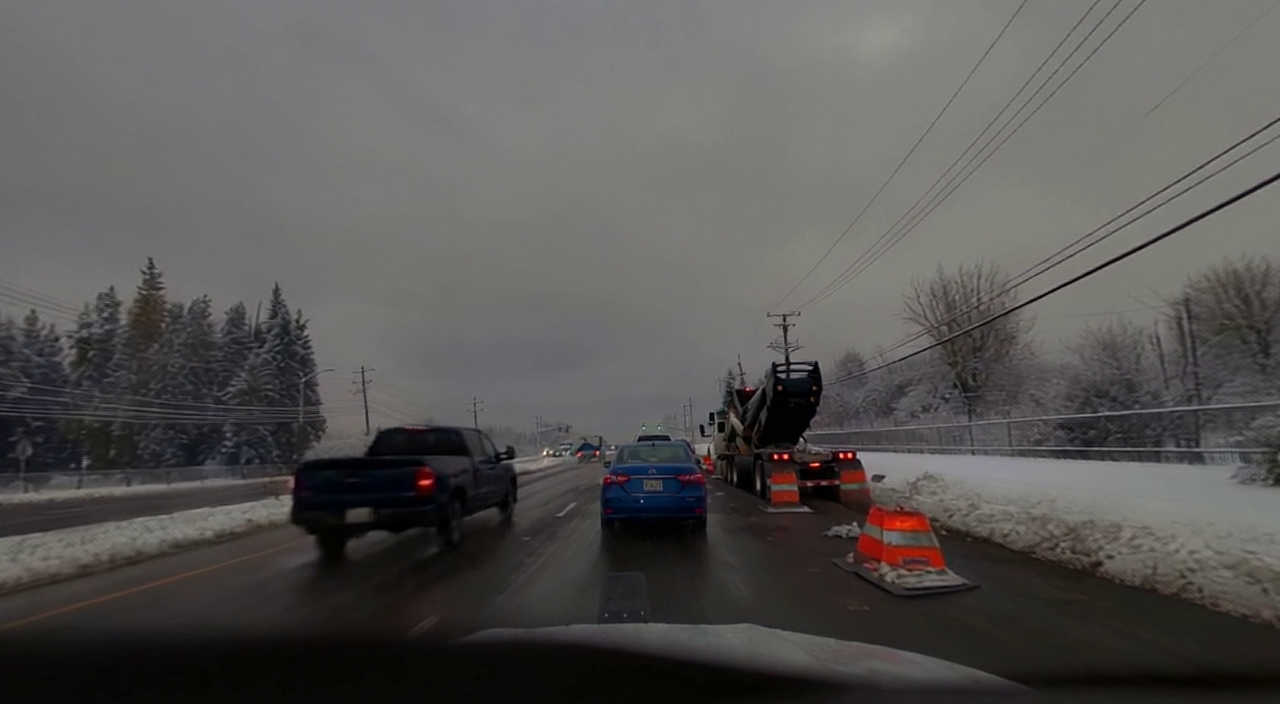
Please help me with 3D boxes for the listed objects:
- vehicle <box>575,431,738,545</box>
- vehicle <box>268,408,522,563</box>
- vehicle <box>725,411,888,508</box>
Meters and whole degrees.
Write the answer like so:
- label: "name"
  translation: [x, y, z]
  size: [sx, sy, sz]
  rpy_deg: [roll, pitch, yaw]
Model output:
- label: "vehicle"
  translation: [0.237, 2.108, 10.470]
  size: [2.128, 1.473, 4.272]
  rpy_deg: [0, -8, 1]
- label: "vehicle"
  translation: [-3.158, 1.822, 9.263]
  size: [1.989, 1.729, 4.184]
  rpy_deg: [0, -8, 1]
- label: "vehicle"
  translation: [3.943, 2.736, 16.504]
  size: [2.555, 2.017, 6.201]
  rpy_deg: [0, -8, 0]
